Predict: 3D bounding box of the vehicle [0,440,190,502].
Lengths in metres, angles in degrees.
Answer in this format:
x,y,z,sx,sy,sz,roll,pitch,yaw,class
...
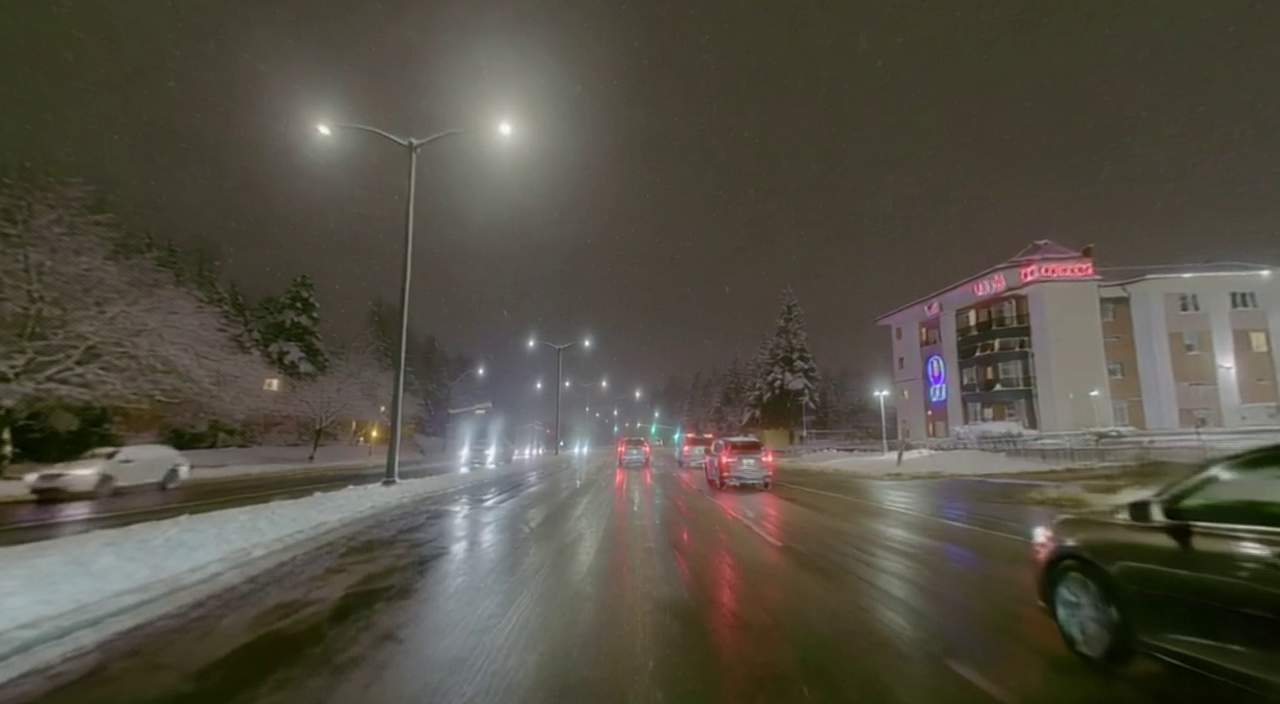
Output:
x,y,z,sx,sy,sz,roll,pitch,yaw,class
-16.159,3.507,19.097,1.920,1.635,4.261,0,-8,0,vehicle

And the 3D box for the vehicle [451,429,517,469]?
x,y,z,sx,sy,sz,roll,pitch,yaw,class
-8.776,5.543,36.230,2.285,2.106,5.836,0,-8,0,vehicle

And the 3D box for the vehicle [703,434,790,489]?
x,y,z,sx,sy,sz,roll,pitch,yaw,class
3.437,3.628,21.293,2.041,1.611,4.426,0,-8,-1,vehicle

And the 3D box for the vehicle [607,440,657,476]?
x,y,z,sx,sy,sz,roll,pitch,yaw,class
-0.390,4.751,28.559,2.095,1.456,3.873,0,-8,-1,vehicle

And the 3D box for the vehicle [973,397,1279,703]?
x,y,z,sx,sy,sz,roll,pitch,yaw,class
3.531,0.923,2.390,1.953,1.514,4.672,0,-8,0,vehicle
